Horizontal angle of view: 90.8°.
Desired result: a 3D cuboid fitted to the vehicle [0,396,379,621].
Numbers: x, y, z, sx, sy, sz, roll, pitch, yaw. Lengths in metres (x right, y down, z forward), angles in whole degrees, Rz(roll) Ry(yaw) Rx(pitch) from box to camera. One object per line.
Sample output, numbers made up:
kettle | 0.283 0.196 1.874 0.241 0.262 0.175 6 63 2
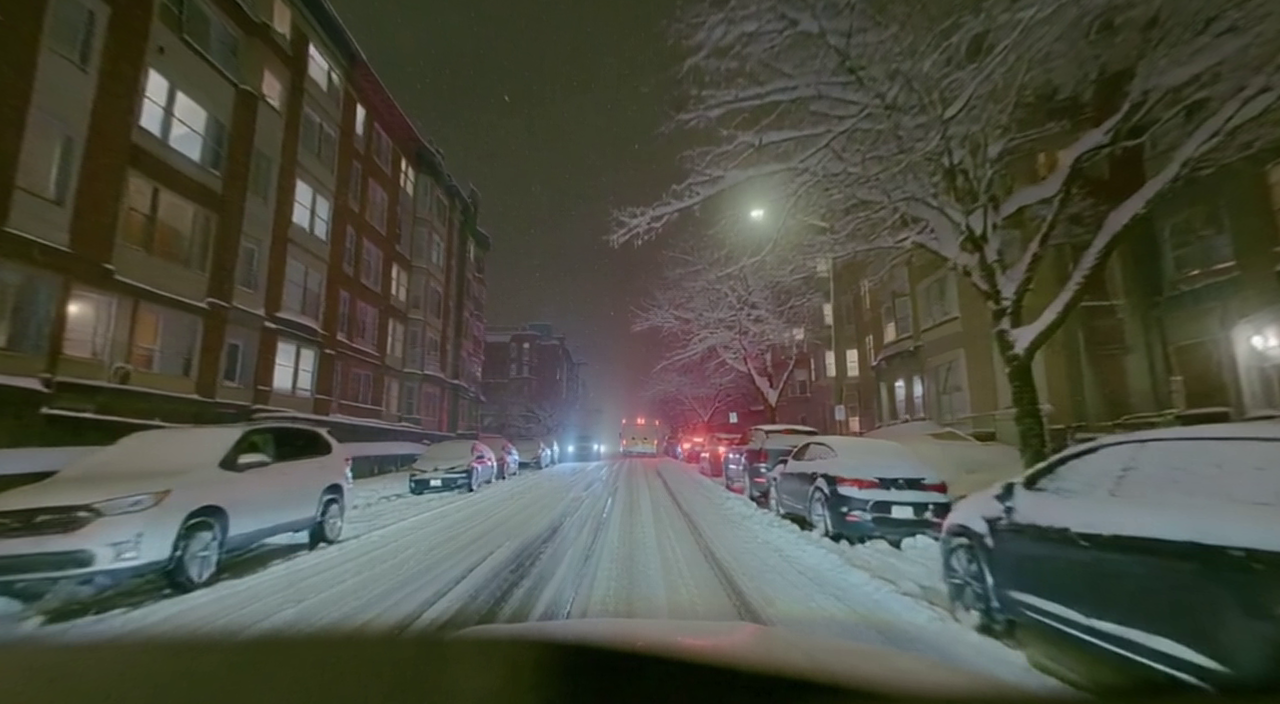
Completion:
vehicle | -5.344 1.617 7.720 2.131 1.821 4.976 0 -8 1

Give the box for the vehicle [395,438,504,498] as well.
vehicle | -5.483 3.361 18.806 1.921 1.482 4.280 -2 -8 0

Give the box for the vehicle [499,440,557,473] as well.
vehicle | -5.394 5.083 30.998 2.047 1.471 4.647 0 -8 0

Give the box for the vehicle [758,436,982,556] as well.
vehicle | 3.293 2.113 10.143 1.913 1.434 4.408 2 -8 -1

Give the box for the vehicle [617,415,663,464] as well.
vehicle | -0.123 6.028 43.442 2.754 3.008 7.730 1 -8 -3

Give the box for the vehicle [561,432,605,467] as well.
vehicle | -3.080 5.399 35.056 2.029 1.802 4.229 0 -8 1

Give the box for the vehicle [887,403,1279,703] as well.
vehicle | 3.425 1.109 3.409 2.102 1.515 4.990 0 -8 -1
